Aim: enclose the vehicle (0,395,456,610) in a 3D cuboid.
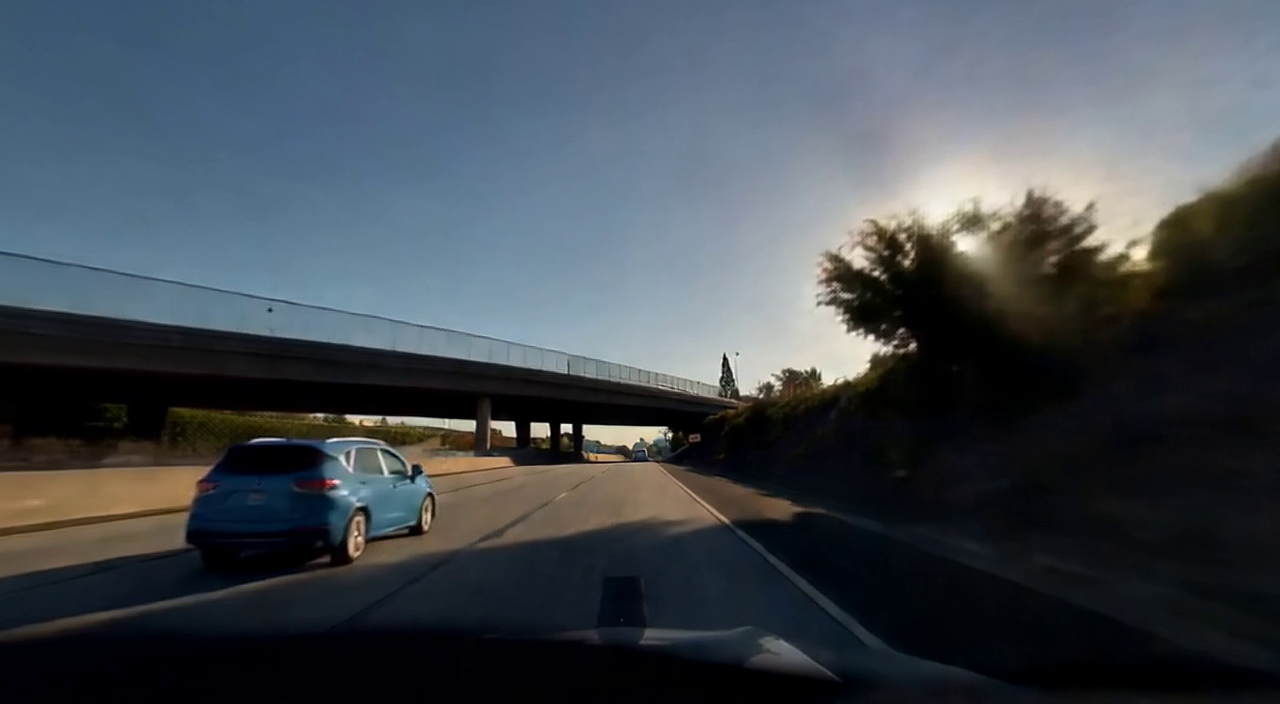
[{"bbox_3d":[-4.193,1.623,7.803,2.272,1.759,5.058,0,-9,0],"label":"vehicle"}]
